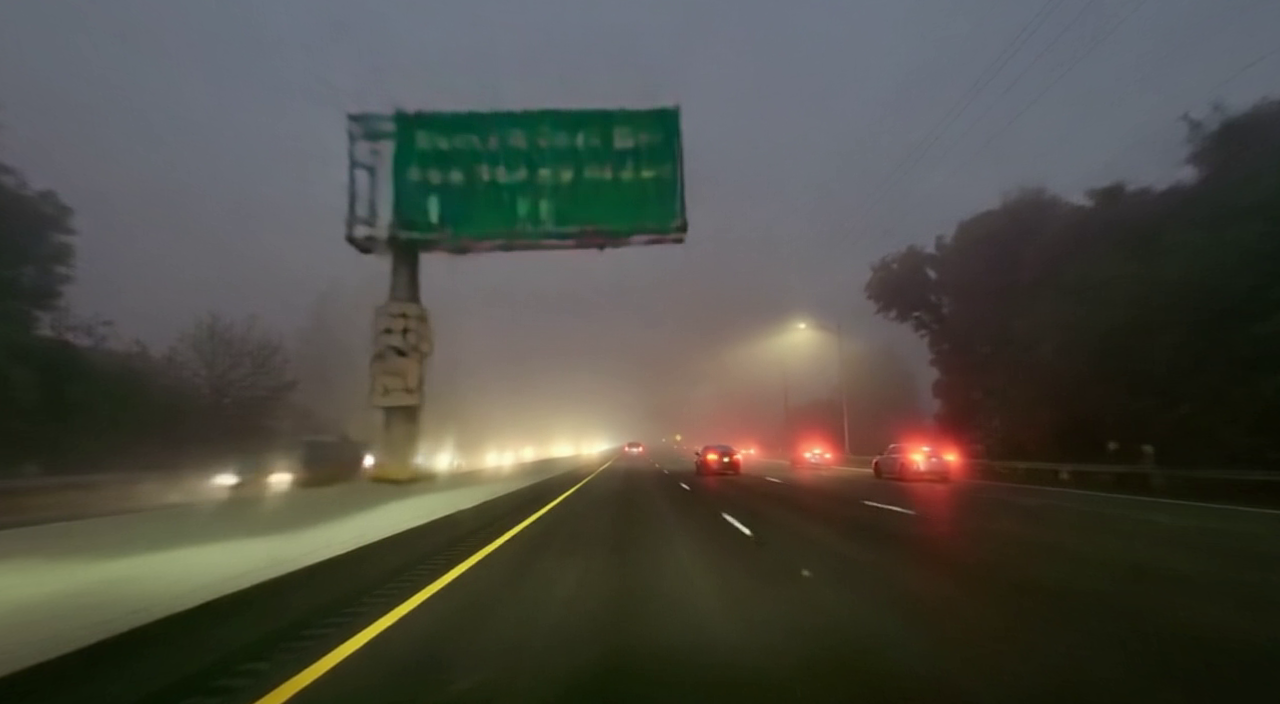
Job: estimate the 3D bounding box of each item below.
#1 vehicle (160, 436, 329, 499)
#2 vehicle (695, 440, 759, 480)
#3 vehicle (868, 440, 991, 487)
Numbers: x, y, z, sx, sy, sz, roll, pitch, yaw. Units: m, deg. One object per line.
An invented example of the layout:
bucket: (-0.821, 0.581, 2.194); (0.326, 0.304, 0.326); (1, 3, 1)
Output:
vehicle: (-11.308, 3.322, 18.560); (2.001, 1.604, 4.568); (0, -9, 0)
vehicle: (3.660, 4.648, 27.396); (2.018, 1.600, 4.121); (0, -9, -2)
vehicle: (10.321, 4.010, 23.073); (1.987, 1.502, 5.130); (0, -9, -1)
